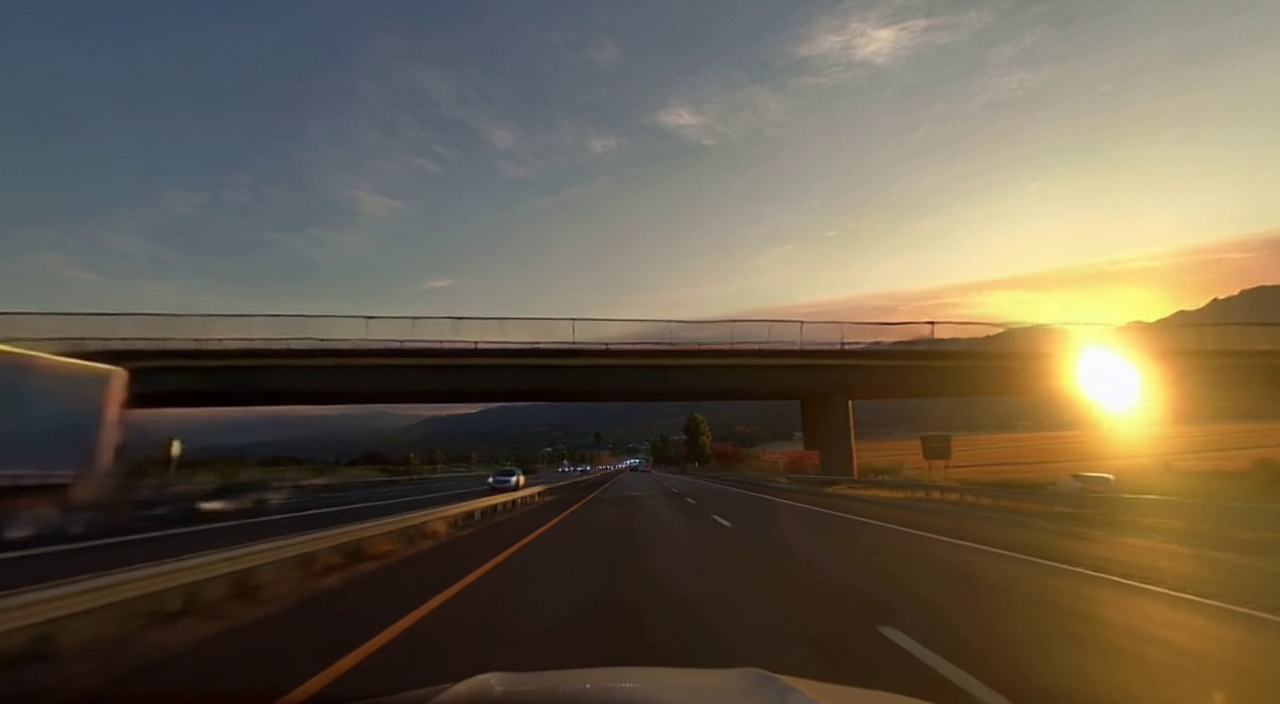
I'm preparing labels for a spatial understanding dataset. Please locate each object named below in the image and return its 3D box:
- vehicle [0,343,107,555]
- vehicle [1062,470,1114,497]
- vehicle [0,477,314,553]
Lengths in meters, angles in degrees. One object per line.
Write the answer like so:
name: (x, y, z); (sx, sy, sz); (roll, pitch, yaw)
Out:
vehicle: (-13.282, 1.277, 8.919); (2.933, 3.849, 9.640); (1, -10, -1)
vehicle: (29.181, 8.571, 41.160); (1.951, 1.616, 4.175); (-4, -11, 24)
vehicle: (-13.260, 4.225, 17.523); (2.628, 1.252, 10.954); (-1, -10, 0)
